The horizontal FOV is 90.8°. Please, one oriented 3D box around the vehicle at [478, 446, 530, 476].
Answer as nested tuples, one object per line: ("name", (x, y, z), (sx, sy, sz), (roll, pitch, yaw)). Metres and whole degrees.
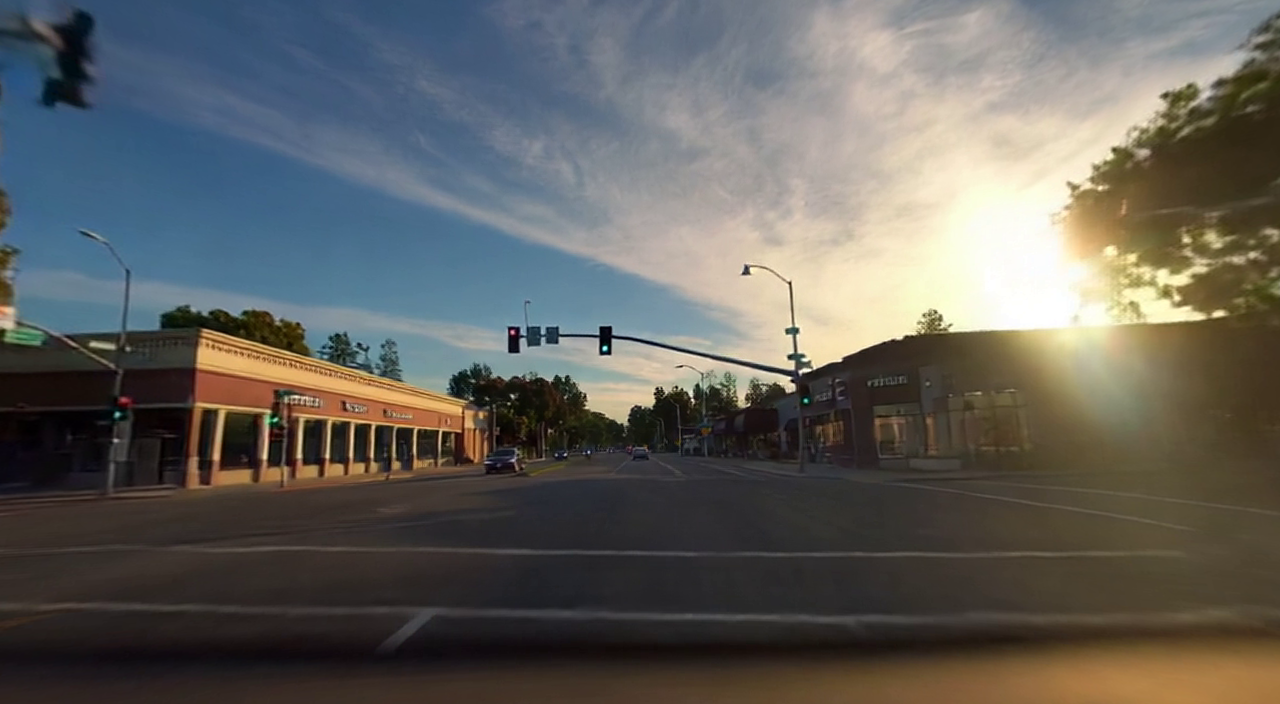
("vehicle", (-7.729, 6.248, 36.243), (2.011, 1.490, 4.472), (-3, -10, -1))
